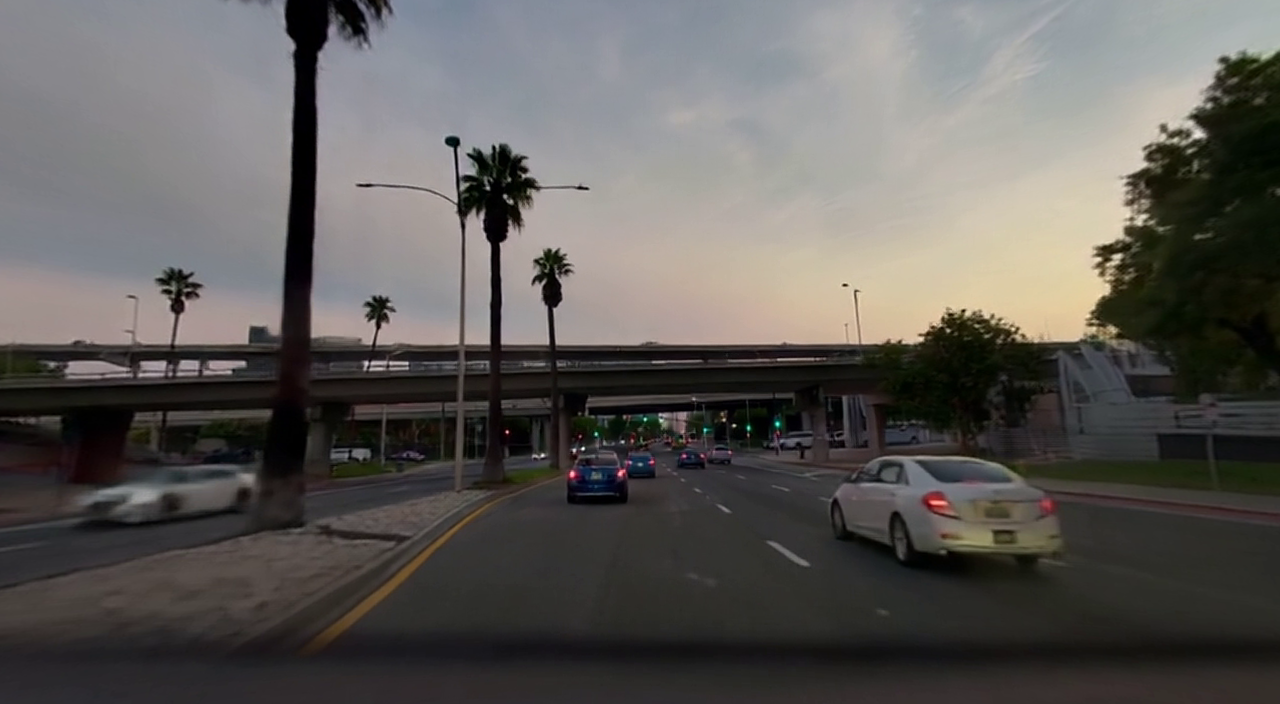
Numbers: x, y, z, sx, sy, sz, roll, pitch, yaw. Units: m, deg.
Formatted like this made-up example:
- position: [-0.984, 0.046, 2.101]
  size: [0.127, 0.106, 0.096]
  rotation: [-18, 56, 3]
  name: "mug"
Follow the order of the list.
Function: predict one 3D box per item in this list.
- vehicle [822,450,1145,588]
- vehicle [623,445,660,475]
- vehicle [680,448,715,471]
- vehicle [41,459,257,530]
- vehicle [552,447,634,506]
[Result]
- position: [4.195, 2.073, 8.681]
  size: [2.156, 1.404, 4.120]
  rotation: [0, -9, 1]
  name: "vehicle"
- position: [0.076, 6.687, 39.026]
  size: [2.172, 1.694, 4.055]
  rotation: [1, -9, 0]
  name: "vehicle"
- position: [4.102, 7.739, 45.413]
  size: [2.119, 1.509, 4.495]
  rotation: [1, -9, 0]
  name: "vehicle"
- position: [-12.861, 3.724, 16.983]
  size: [1.963, 1.518, 4.822]
  rotation: [1, -9, -1]
  name: "vehicle"
- position: [-1.348, 3.577, 18.520]
  size: [2.111, 1.506, 4.018]
  rotation: [1, -9, -3]
  name: "vehicle"
